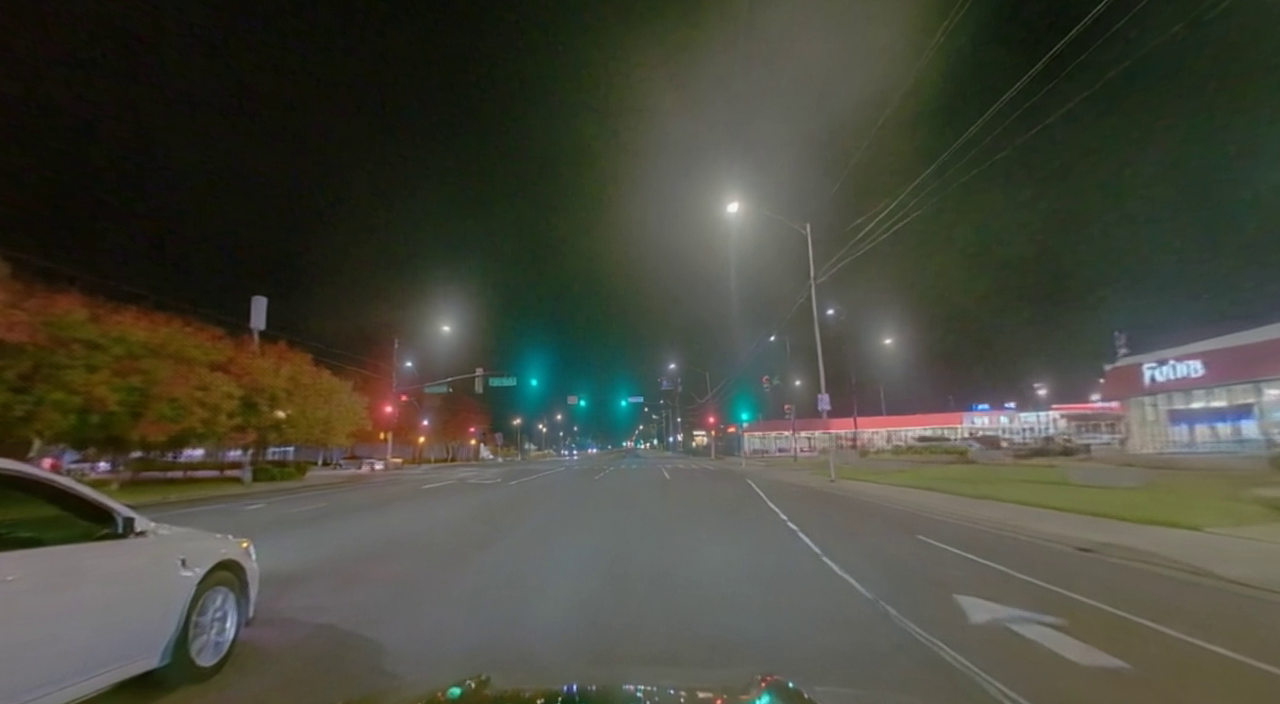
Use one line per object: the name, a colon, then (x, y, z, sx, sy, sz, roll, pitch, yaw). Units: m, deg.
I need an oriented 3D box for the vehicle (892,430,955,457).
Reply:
vehicle: (18.538, 6.031, 41.586, 1.879, 1.643, 4.484, 0, -8, -3)

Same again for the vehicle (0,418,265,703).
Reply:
vehicle: (-2.976, 0.798, 1.064, 1.874, 1.424, 4.553, -1, -8, 0)
